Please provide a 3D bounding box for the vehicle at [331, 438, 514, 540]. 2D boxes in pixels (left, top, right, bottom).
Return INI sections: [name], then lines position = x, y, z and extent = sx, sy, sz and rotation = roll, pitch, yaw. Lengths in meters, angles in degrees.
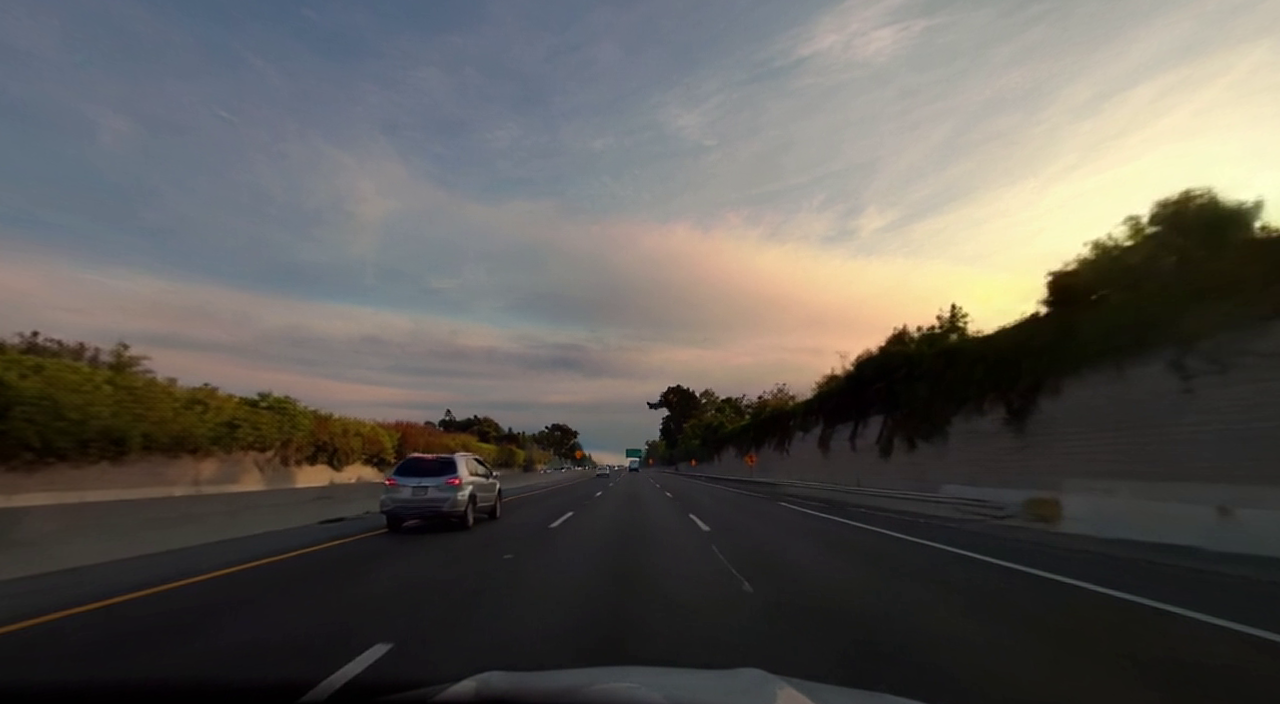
[vehicle]
position = -4.301, 2.849, 13.527
extent = 2.178, 1.736, 4.847
rotation = 1, -10, 0
